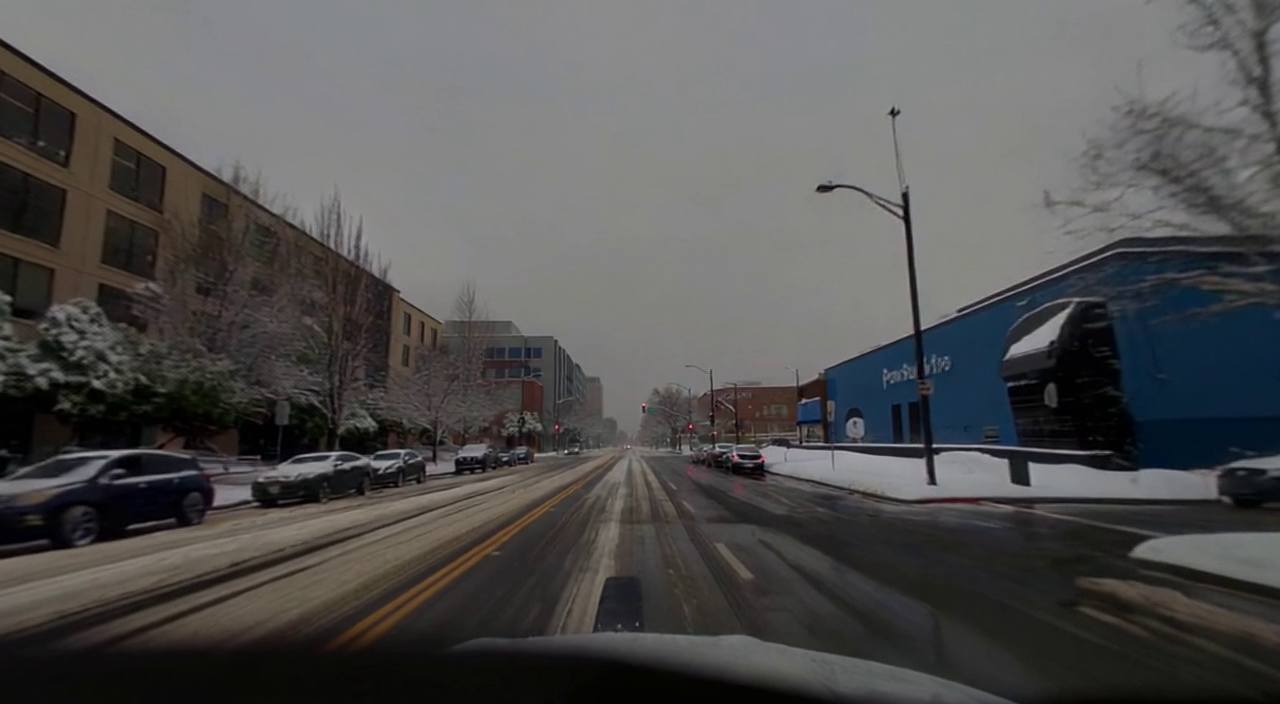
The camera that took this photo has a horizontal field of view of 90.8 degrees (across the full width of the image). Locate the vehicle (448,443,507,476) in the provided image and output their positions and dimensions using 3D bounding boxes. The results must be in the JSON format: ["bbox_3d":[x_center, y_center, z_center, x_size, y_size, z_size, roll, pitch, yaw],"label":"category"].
[{"bbox_3d":[-10.071,6.688,39.692,2.228,1.863,5.407,0,-8,1],"label":"vehicle"}]

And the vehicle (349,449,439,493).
[{"bbox_3d":[-9.723,4.703,25.398,2.021,1.482,4.601,0,-8,-3],"label":"vehicle"}]

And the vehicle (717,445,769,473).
[{"bbox_3d":[5.946,6.221,36.939,2.038,1.482,4.994,0,-8,-2],"label":"vehicle"}]

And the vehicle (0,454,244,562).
[{"bbox_3d":[-10.051,2.698,11.808,2.010,1.476,4.871,-1,-8,2],"label":"vehicle"}]

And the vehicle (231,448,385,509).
[{"bbox_3d":[-10.157,3.871,19.959,1.995,1.564,5.321,0,-8,0],"label":"vehicle"}]
